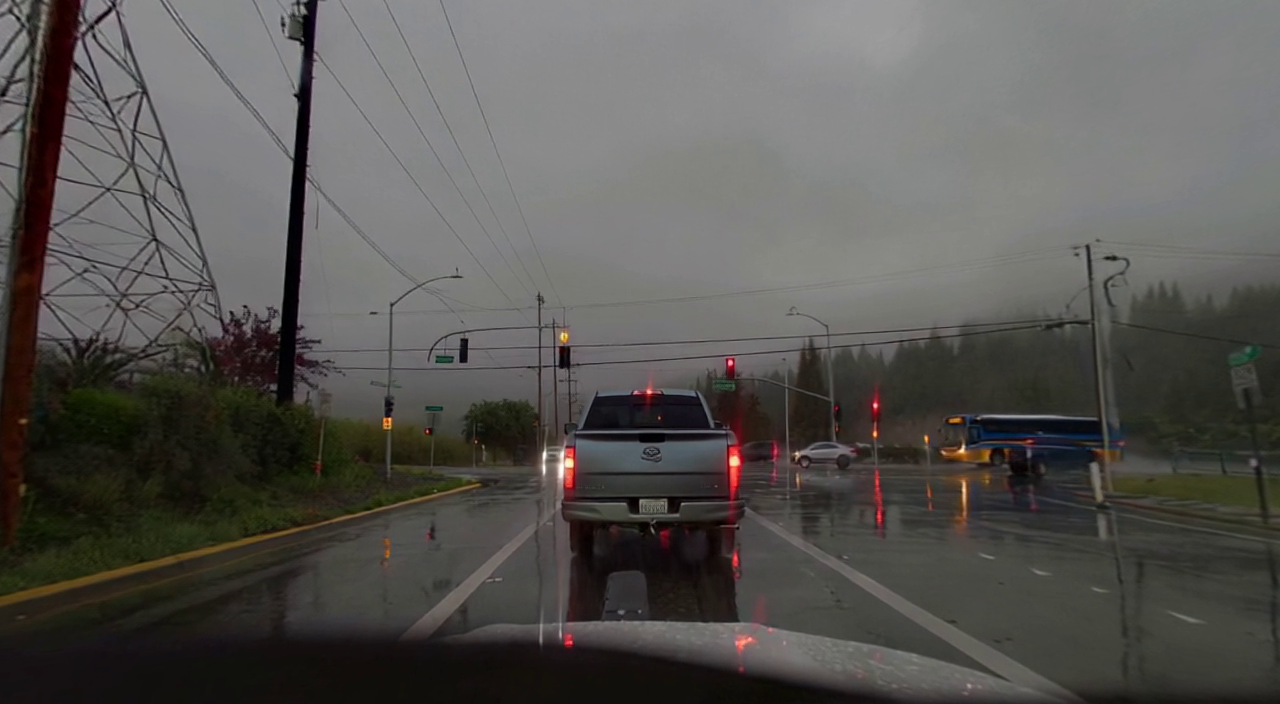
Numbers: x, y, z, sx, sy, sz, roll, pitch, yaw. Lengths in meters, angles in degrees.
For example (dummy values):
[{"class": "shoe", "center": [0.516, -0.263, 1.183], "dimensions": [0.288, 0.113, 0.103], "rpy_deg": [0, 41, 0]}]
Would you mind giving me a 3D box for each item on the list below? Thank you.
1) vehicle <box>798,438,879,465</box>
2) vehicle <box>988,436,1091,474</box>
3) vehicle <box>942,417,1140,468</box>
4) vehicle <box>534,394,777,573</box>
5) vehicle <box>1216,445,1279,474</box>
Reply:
[{"class": "vehicle", "center": [14.319, 7.234, 45.873], "dimensions": [5.235, 1.878, 2.107], "rpy_deg": [-1, -8, 5]}, {"class": "vehicle", "center": [17.617, 4.488, 27.814], "dimensions": [4.520, 1.496, 2.060], "rpy_deg": [5, -10, -33]}, {"class": "vehicle", "center": [26.046, 5.937, 41.424], "dimensions": [10.726, 3.128, 3.003], "rpy_deg": [-1, -8, 1]}, {"class": "vehicle", "center": [0.123, 1.870, 9.901], "dimensions": [2.707, 1.964, 5.485], "rpy_deg": [0, -8, -1]}, {"class": "vehicle", "center": [41.325, 6.991, 41.265], "dimensions": [5.426, 1.728, 1.999], "rpy_deg": [0, -8, -2]}]
